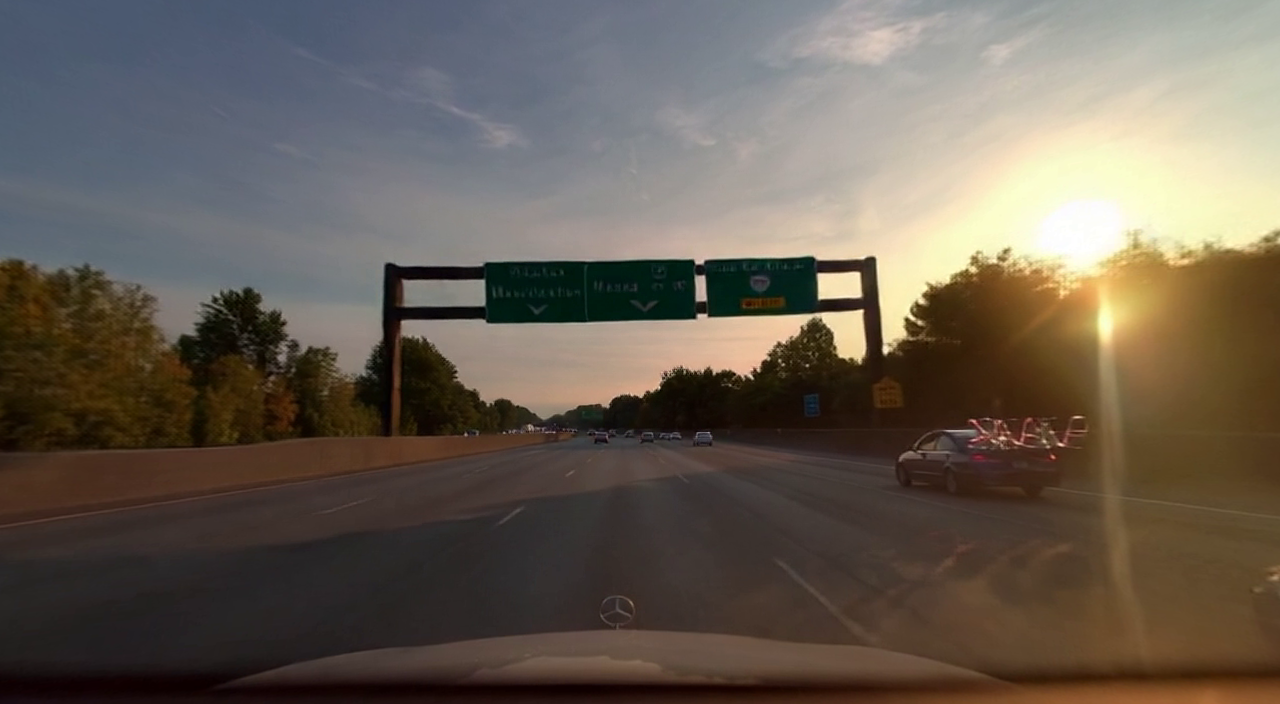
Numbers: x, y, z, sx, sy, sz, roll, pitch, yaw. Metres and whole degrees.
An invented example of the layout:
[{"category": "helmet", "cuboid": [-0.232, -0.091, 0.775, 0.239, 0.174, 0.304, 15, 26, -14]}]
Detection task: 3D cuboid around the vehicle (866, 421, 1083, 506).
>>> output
[{"category": "vehicle", "cuboid": [6.944, 2.337, 13.858, 2.034, 1.511, 4.785, 0, -7, -2]}]
